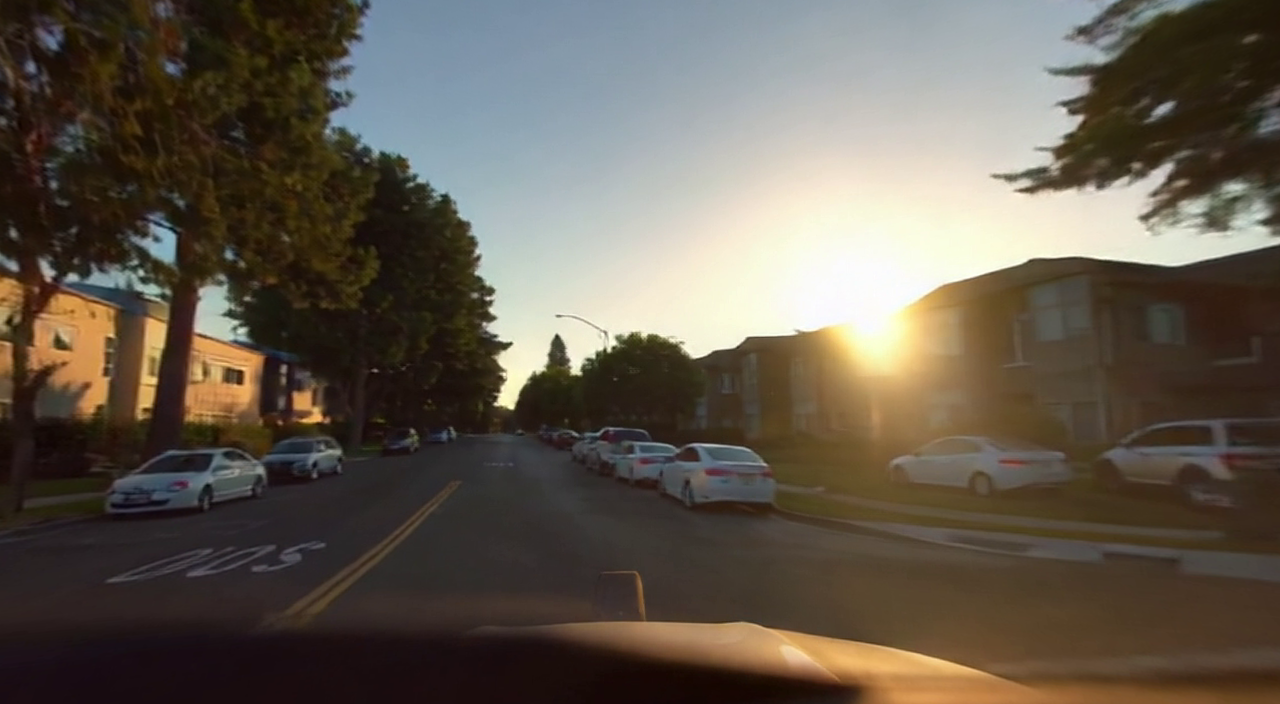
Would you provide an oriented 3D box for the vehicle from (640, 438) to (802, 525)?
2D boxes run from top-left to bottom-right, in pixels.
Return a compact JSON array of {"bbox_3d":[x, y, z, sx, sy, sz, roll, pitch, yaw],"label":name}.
[{"bbox_3d":[1.382,2.538,13.037,1.977,1.410,4.744,1,-9,-10],"label":"vehicle"}]

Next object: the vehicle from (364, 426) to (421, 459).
[{"bbox_3d":[-15.635,5.818,40.085,2.384,1.781,5.492,-2,-9,-11],"label":"vehicle"}]

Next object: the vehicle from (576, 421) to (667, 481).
[{"bbox_3d":[-0.893,3.730,23.894,2.365,1.970,6.011,1,-9,-12],"label":"vehicle"}]

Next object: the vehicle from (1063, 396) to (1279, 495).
[{"bbox_3d":[10.916,1.676,11.513,5.312,1.533,2.104,1,-9,-14],"label":"vehicle"}]

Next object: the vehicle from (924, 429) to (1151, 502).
[{"bbox_3d":[8.664,2.445,13.904,3.821,1.417,2.061,1,-9,-14],"label":"vehicle"}]

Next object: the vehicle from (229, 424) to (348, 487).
[{"bbox_3d":[-12.088,3.638,22.112,2.235,1.802,5.138,-1,-9,-12],"label":"vehicle"}]

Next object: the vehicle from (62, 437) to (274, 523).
[{"bbox_3d":[-10.245,2.776,14.218,2.067,1.510,4.501,-1,-9,-12],"label":"vehicle"}]
